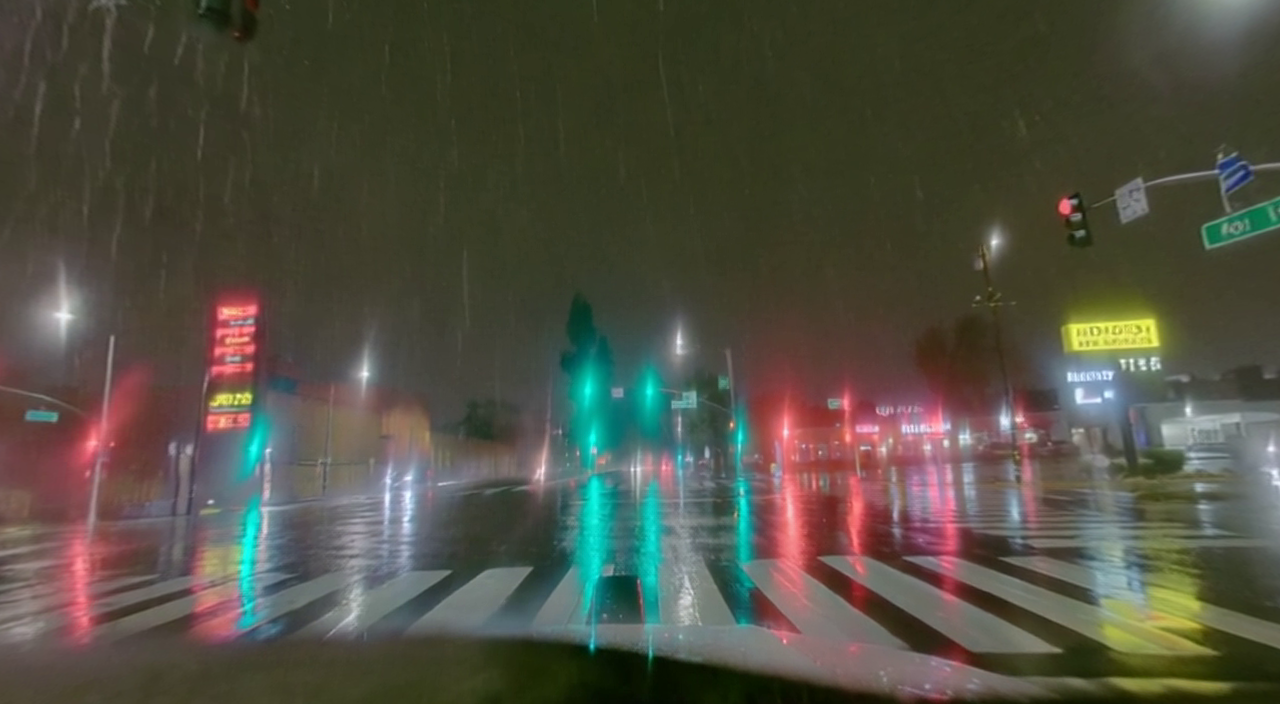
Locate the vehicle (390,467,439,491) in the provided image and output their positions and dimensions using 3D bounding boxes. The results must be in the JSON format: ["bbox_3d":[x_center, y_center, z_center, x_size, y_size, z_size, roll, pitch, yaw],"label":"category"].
[{"bbox_3d":[-15.755,8.904,44.214,1.931,1.471,4.152,0,-9,0],"label":"vehicle"}]

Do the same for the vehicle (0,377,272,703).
[{"bbox_3d":[-3.411,0.812,1.580,2.081,1.644,4.523,0,-9,2],"label":"vehicle"}]

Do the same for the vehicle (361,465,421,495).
[{"bbox_3d":[-19.221,9.897,48.945,2.227,2.033,5.614,0,-9,2],"label":"vehicle"}]
